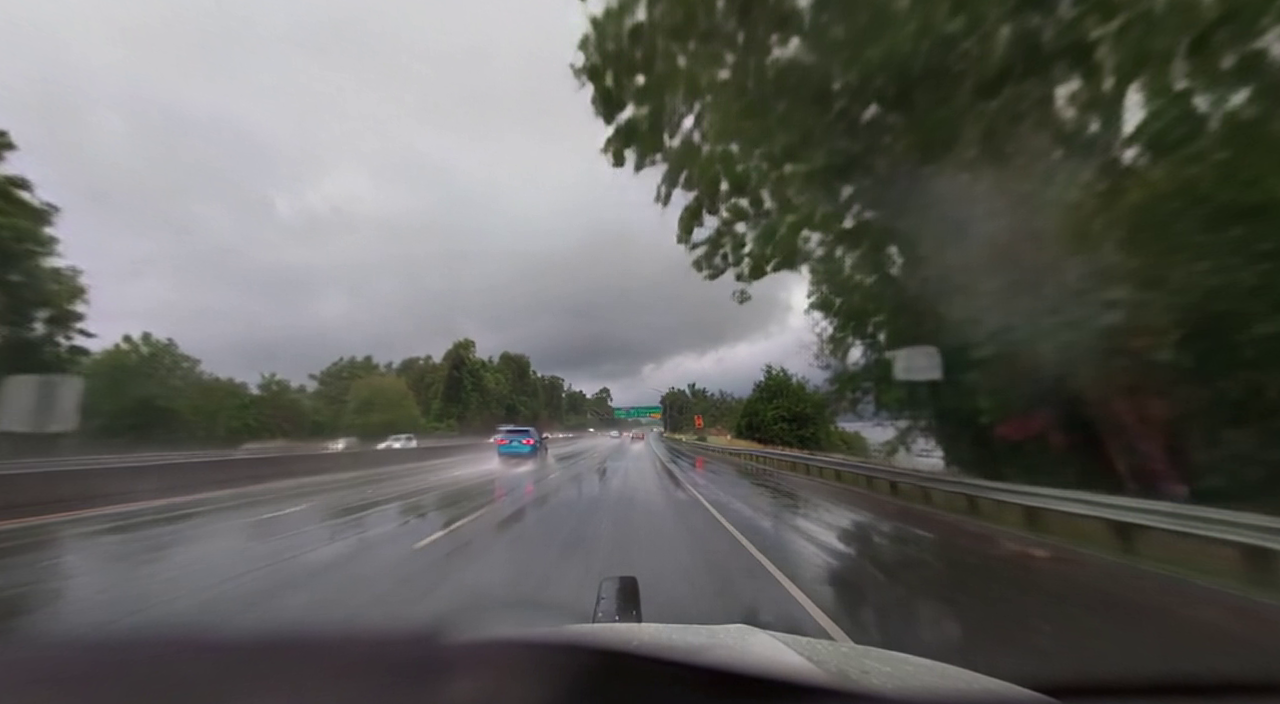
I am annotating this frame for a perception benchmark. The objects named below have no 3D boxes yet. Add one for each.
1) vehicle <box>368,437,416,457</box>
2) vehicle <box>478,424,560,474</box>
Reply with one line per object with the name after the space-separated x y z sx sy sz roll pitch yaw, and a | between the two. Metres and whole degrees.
-19.481 7.456 49.693 1.803 1.464 4.532 0 -7 1 | vehicle
-4.249 3.471 22.934 2.052 1.626 4.514 0 -7 1 | vehicle
